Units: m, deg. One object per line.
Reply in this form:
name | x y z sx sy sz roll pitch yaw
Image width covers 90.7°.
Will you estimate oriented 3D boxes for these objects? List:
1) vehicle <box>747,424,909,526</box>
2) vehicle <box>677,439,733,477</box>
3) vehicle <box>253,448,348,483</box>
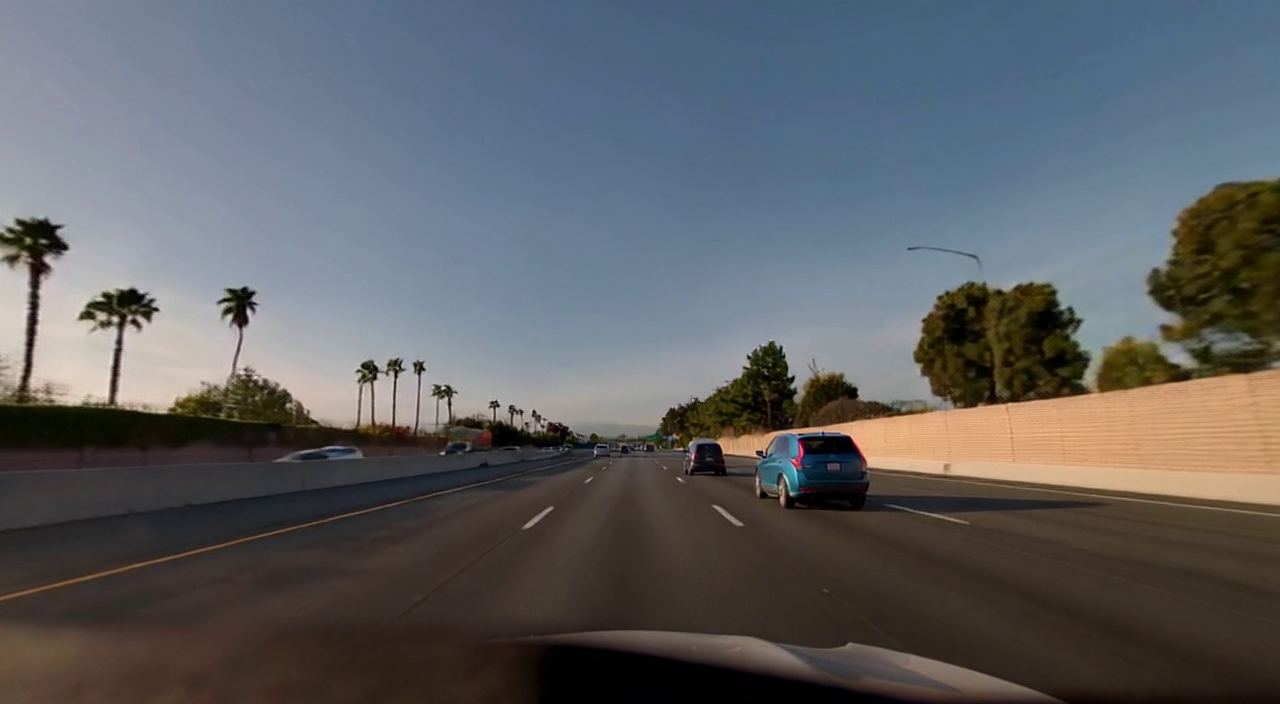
vehicle | 3.528 2.378 12.805 1.910 1.696 4.187 0 -8 -1
vehicle | 2.982 4.986 30.016 2.045 1.688 4.313 0 -8 -2
vehicle | -16.143 5.411 30.453 1.859 1.496 4.829 0 -8 0
